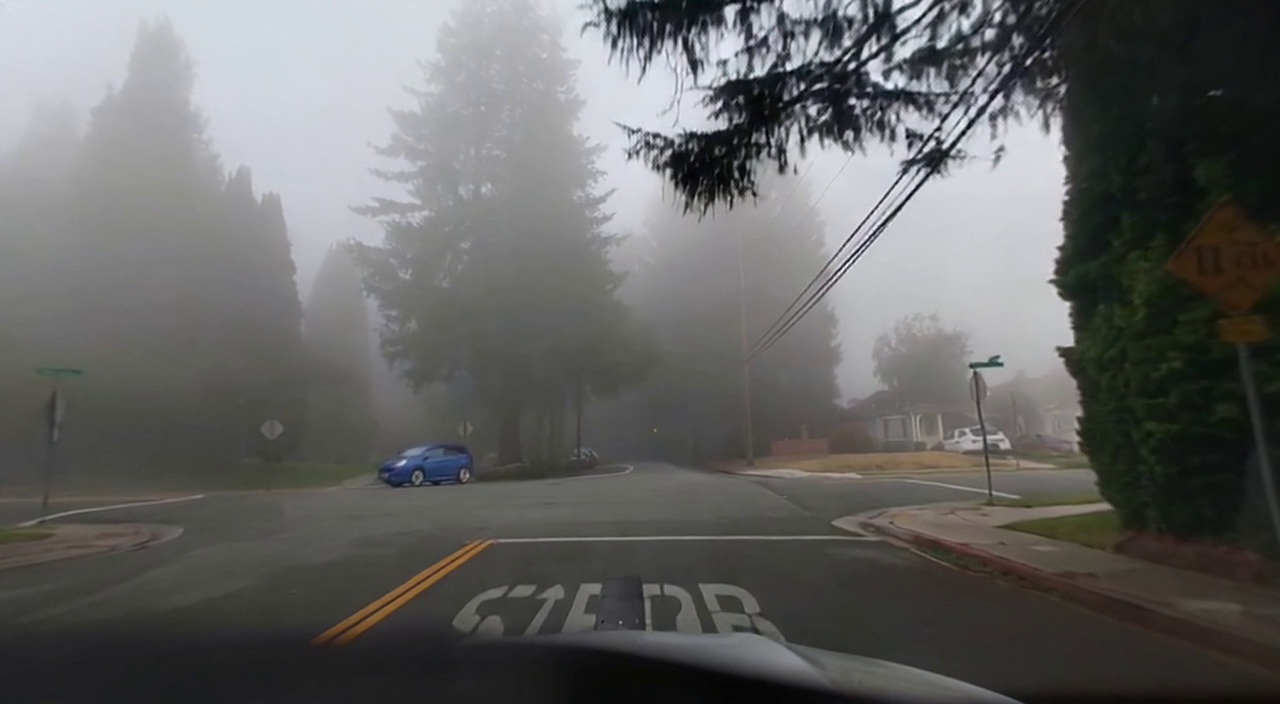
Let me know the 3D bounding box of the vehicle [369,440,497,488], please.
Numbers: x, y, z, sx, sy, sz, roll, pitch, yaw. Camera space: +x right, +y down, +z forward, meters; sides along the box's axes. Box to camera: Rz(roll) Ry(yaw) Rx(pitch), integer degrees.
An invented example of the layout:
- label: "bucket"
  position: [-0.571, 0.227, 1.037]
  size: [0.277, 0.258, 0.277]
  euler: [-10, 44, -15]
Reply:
- label: "vehicle"
  position: [-7.523, 4.075, 23.508]
  size: [1.988, 1.596, 4.396]
  euler: [-4, -9, 26]

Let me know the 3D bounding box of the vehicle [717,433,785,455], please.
- label: "vehicle"
  position: [8.455, 7.065, 48.554]
  size: [4.784, 1.647, 1.947]
  euler: [0, -8, -4]
